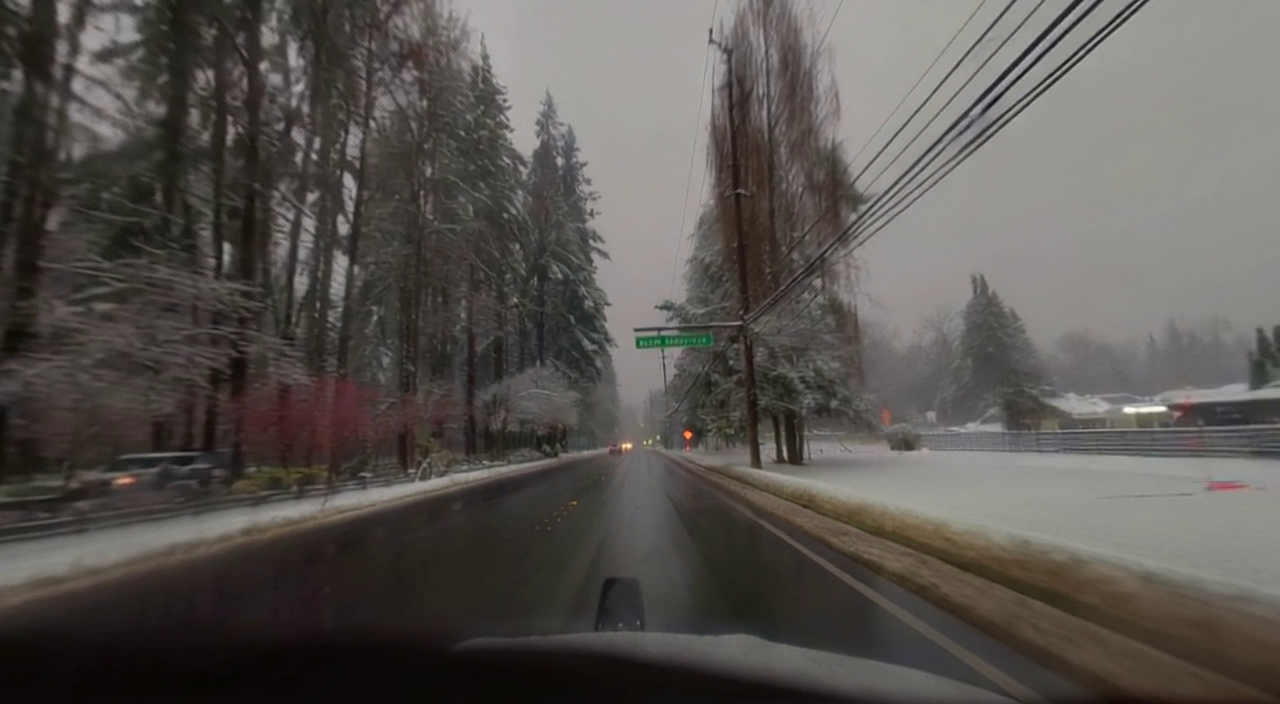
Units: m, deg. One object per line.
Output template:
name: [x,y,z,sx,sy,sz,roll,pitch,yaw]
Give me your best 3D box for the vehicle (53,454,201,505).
vehicle: [-20.212,4.994,25.210,2.076,1.663,4.545,-3,-9,0]
